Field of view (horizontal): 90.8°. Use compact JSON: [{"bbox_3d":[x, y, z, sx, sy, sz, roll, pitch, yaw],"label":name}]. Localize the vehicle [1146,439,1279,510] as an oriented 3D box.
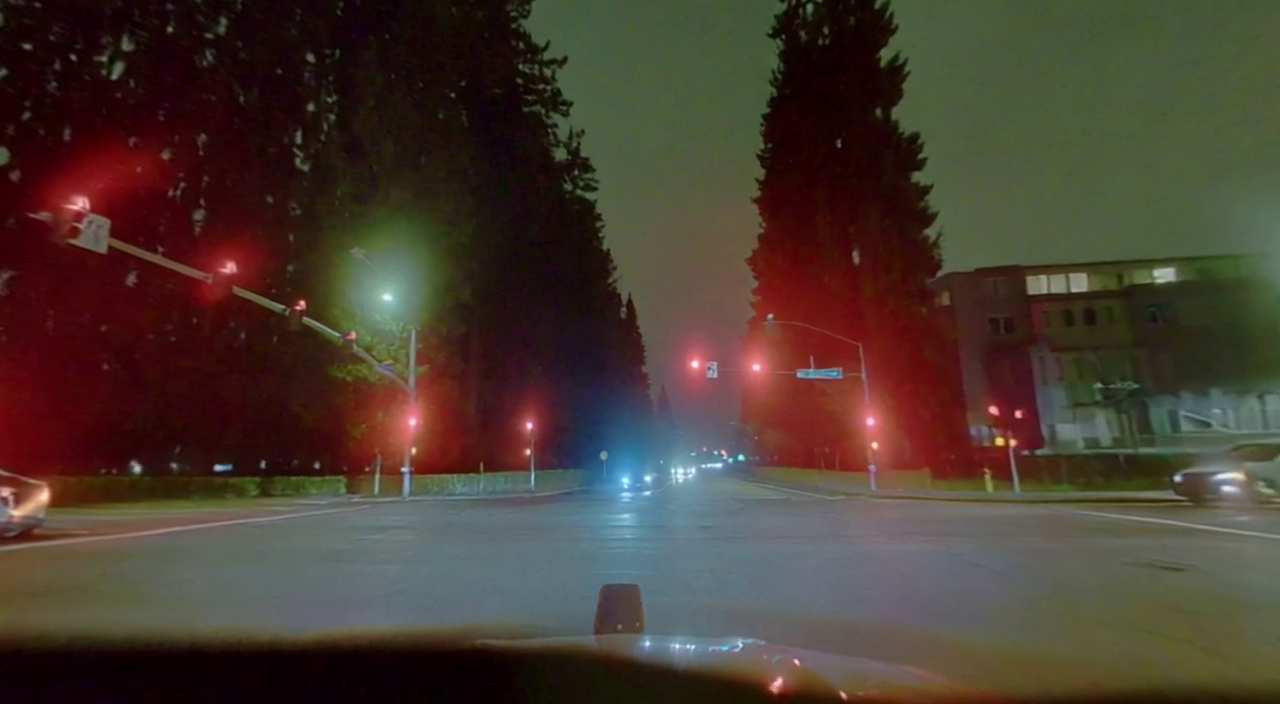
[{"bbox_3d":[18.687,3.537,18.573,5.220,1.897,2.596,-1,-8,7],"label":"vehicle"}]
